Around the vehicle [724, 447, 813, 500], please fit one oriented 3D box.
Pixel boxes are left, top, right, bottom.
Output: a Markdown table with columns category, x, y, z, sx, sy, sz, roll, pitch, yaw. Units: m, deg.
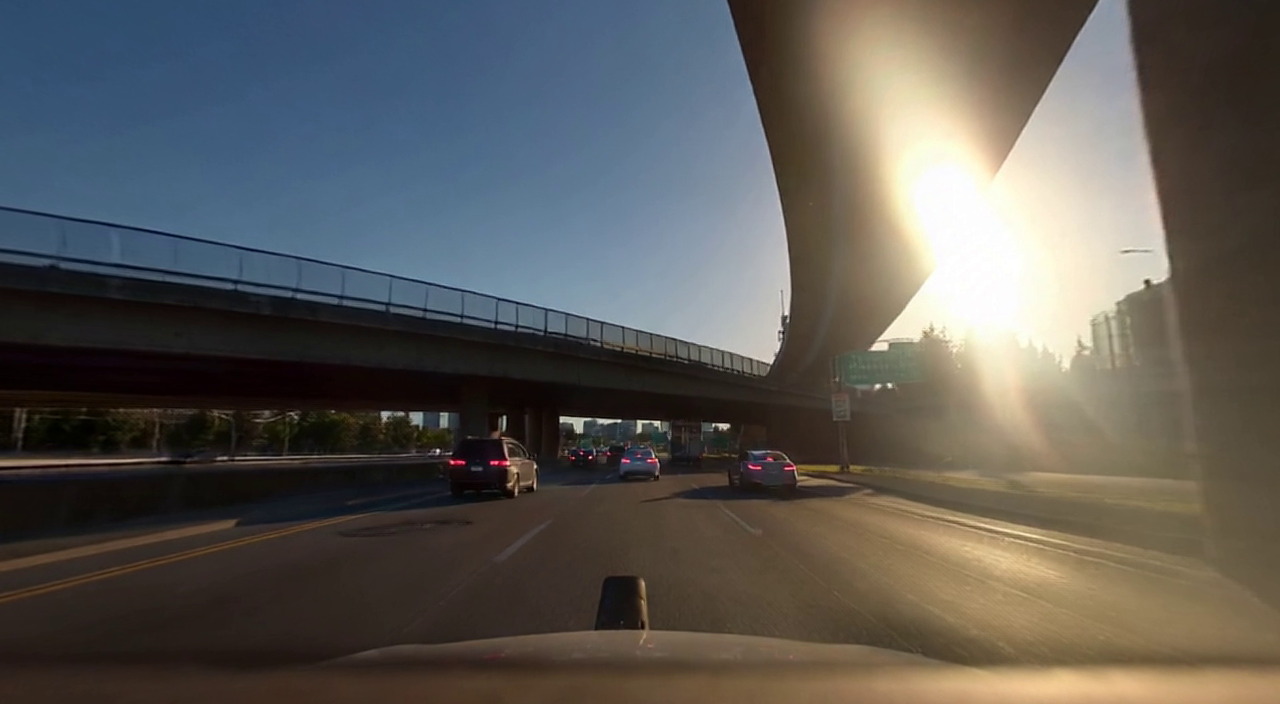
| category | x | y | z | sx | sy | sz | roll | pitch | yaw |
| --- | --- | --- | --- | --- | --- | --- | --- | --- | --- |
| vehicle | 3.987 | 3.805 | 20.187 | 1.974 | 1.490 | 3.994 | 0 | -9 | 0 |

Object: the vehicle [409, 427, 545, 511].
| category | x | y | z | sx | sy | sz | roll | pitch | yaw |
| --- | --- | --- | --- | --- | --- | --- | --- | --- | --- |
| vehicle | -3.929 | 2.909 | 16.145 | 2.142 | 1.819 | 4.648 | 0 | -9 | 1 |

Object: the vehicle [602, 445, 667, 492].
| category | x | y | z | sx | sy | sz | roll | pitch | yaw |
| --- | --- | --- | --- | --- | --- | --- | --- | --- | --- |
| vehicle | -0.158 | 4.102 | 22.525 | 2.089 | 1.493 | 3.964 | 0 | -9 | 0 |

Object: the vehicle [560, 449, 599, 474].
| category | x | y | z | sx | sy | sz | roll | pitch | yaw |
| --- | --- | --- | --- | --- | --- | --- | --- | --- | --- |
| vehicle | -3.645 | 6.688 | 38.773 | 1.868 | 1.431 | 4.055 | 0 | -9 | 2 |
